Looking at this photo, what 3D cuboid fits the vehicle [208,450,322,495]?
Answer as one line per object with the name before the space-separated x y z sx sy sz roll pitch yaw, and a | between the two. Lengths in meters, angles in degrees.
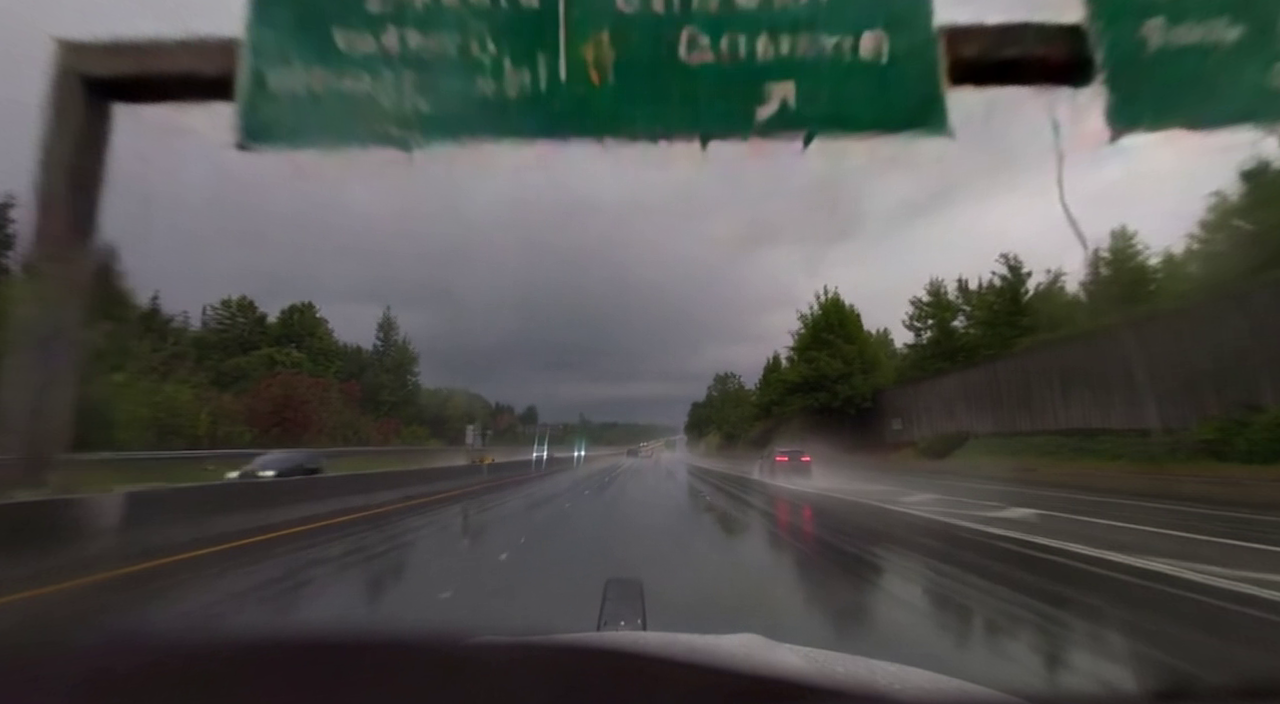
vehicle | -15.206 4.860 25.889 1.925 1.645 4.371 -1 -9 1
